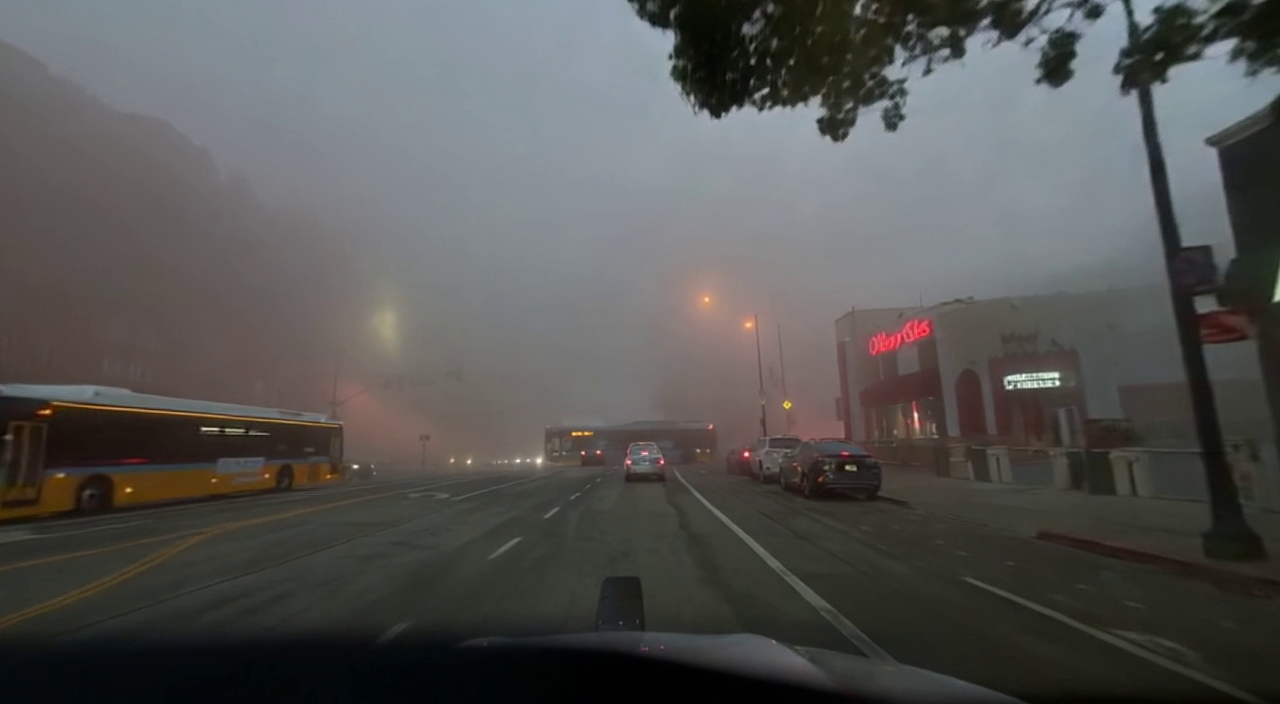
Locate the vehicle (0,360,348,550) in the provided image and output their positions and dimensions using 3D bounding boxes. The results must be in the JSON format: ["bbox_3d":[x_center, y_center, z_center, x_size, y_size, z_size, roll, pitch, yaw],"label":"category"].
[{"bbox_3d":[-12.794,2.757,17.476,3.356,3.365,12.460,0,-9,0],"label":"vehicle"}]

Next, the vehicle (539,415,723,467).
[{"bbox_3d":[-0.579,6.522,46.121,12.978,3.538,3.117,0,-9,4],"label":"vehicle"}]

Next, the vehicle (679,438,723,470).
[{"bbox_3d":[3.332,5.680,35.149,2.222,1.688,3.952,0,-9,3],"label":"vehicle"}]

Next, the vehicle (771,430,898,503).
[{"bbox_3d":[5.031,3.029,17.035,2.014,1.681,4.332,0,-9,-1],"label":"vehicle"}]

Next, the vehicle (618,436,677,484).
[{"bbox_3d":[0.215,4.225,24.879,2.089,1.699,4.650,1,-9,-1],"label":"vehicle"}]
